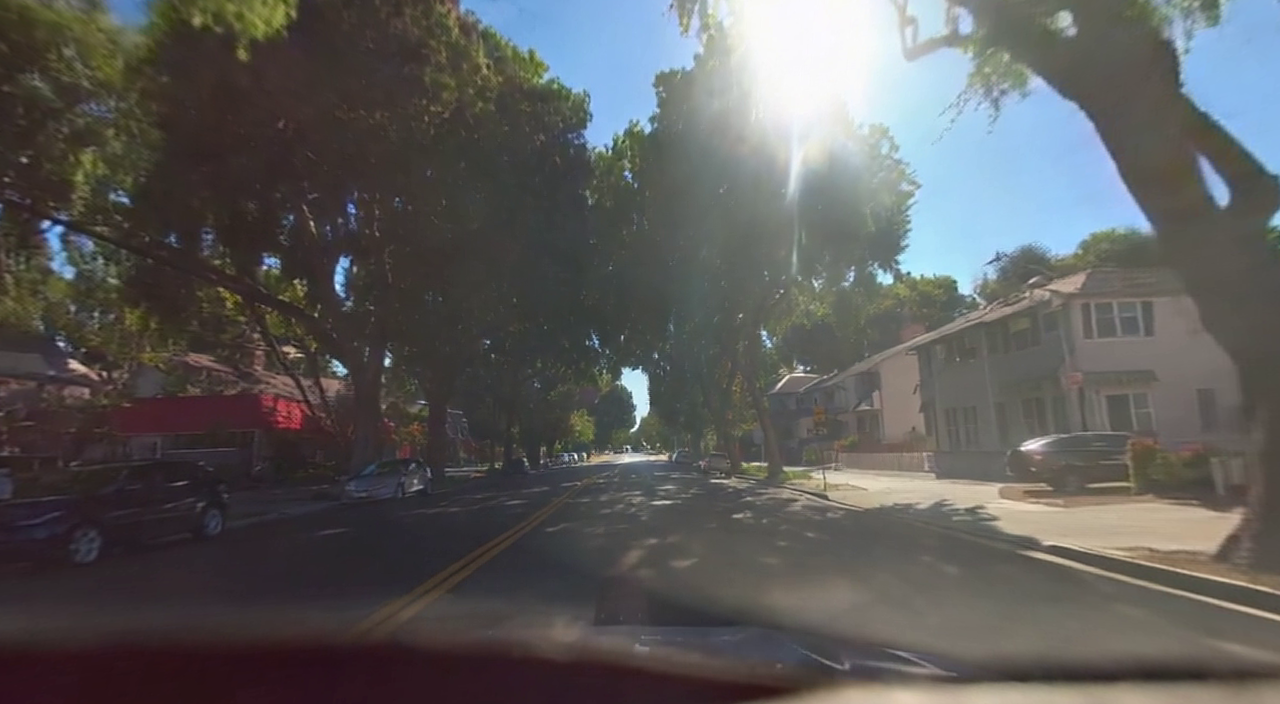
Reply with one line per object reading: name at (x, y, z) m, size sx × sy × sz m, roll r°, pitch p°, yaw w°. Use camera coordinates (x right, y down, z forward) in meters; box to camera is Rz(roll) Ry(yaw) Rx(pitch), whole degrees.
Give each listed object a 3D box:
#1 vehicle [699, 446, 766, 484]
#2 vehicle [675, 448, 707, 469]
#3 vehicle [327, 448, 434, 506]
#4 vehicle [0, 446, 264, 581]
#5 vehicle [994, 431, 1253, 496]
vehicle at (4.153, 5.131, 29.040) m, size 2.052 × 1.476 × 4.438 m, roll -2°, pitch -8°, yaw -5°
vehicle at (3.826, 8.081, 47.990) m, size 2.031 × 1.470 × 4.470 m, roll 0°, pitch -8°, yaw -1°
vehicle at (-8.822, 4.239, 21.935) m, size 1.970 × 1.785 × 4.274 m, roll 0°, pitch -8°, yaw -2°
vehicle at (-8.583, 2.443, 10.483) m, size 1.913 × 1.723 × 4.318 m, roll 0°, pitch -8°, yaw 1°
vehicle at (11.799, 2.744, 15.715) m, size 4.716 × 1.480 × 2.023 m, roll 0°, pitch -8°, yaw 1°
